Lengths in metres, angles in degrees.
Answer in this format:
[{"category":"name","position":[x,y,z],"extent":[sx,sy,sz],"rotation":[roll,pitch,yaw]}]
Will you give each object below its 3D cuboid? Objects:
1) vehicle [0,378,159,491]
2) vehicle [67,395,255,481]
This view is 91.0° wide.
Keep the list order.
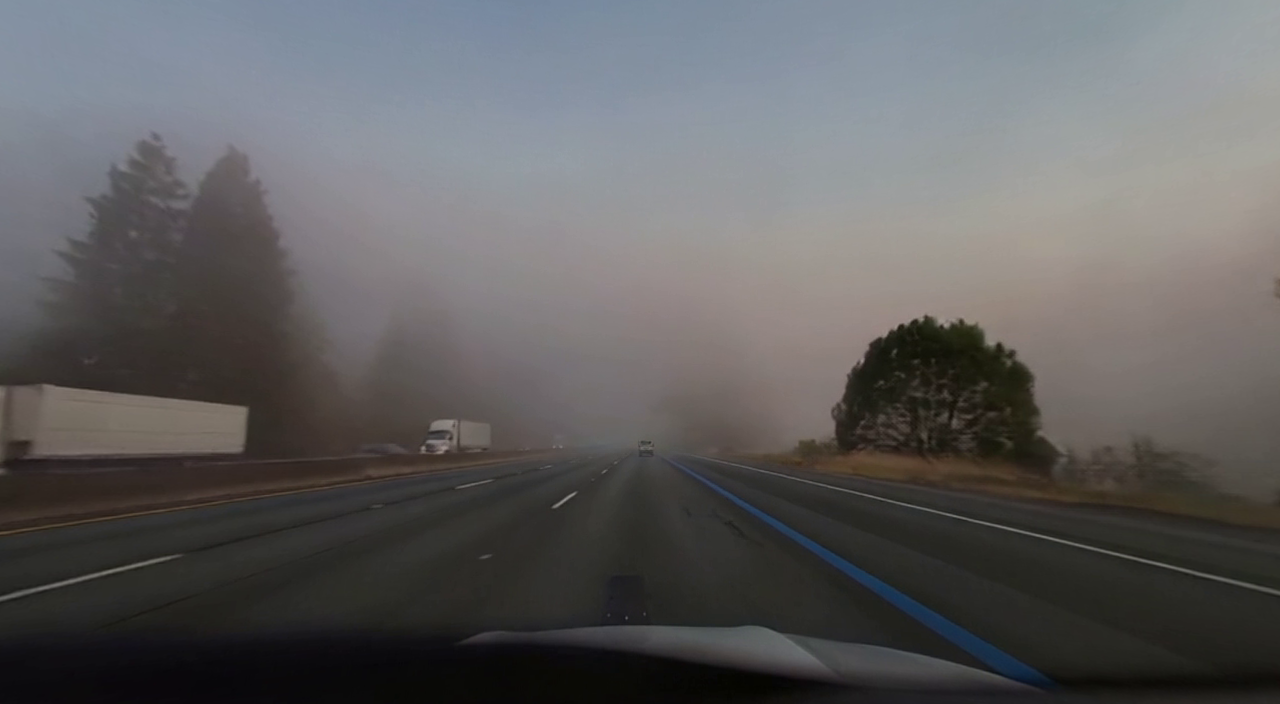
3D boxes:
[{"category":"vehicle","position":[-22.386,2.931,22.143],"extent":[3.019,3.659,9.658],"rotation":[0,-8,1]},{"category":"vehicle","position":[-22.389,4.136,30.156],"extent":[2.827,3.536,7.540],"rotation":[0,-8,1]}]
